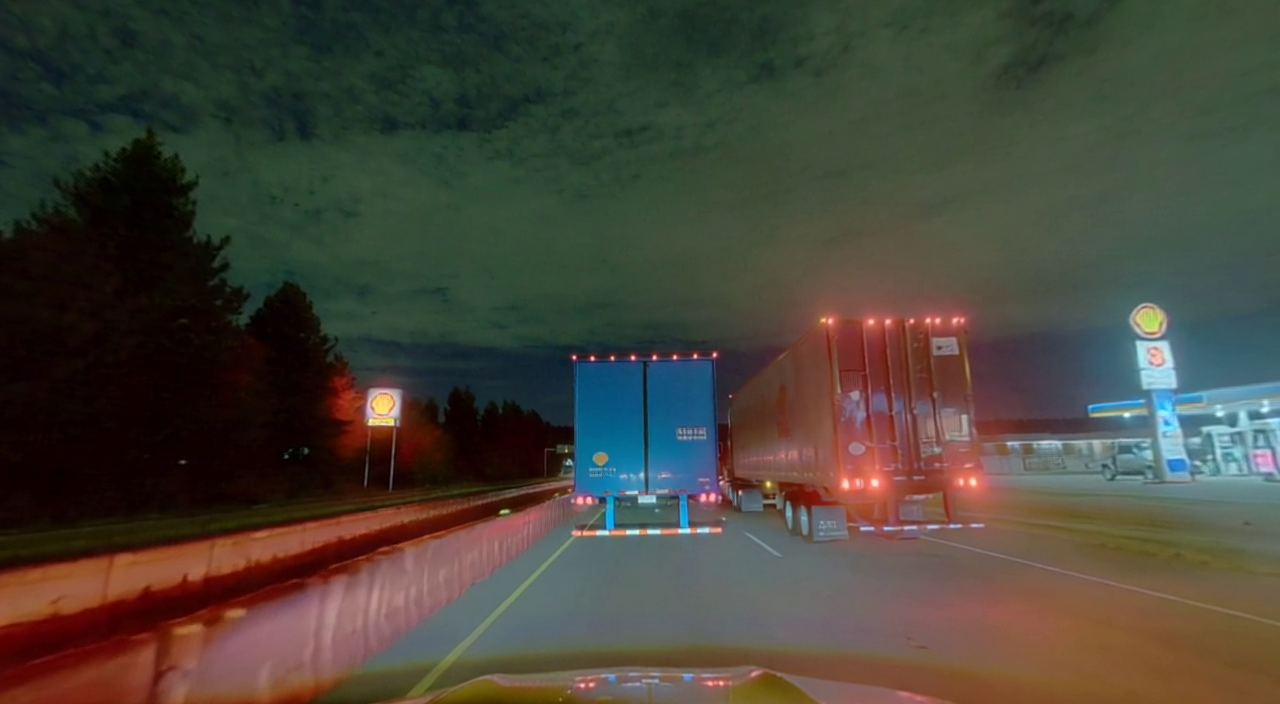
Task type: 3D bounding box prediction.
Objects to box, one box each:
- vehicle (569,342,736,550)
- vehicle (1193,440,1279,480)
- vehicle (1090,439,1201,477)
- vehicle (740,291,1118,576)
[{"bbox_3d":[0.166,2.260,14.466,2.618,3.306,8.676,1,-10,-1],"label":"vehicle"},{"bbox_3d":[24.673,4.236,24.496,1.762,1.470,4.485,3,-11,-10],"label":"vehicle"},{"bbox_3d":[24.784,5.259,31.110,1.919,1.722,4.024,1,-10,-3],"label":"vehicle"},{"bbox_3d":[4.402,1.842,12.820,2.936,3.640,9.443,1,-10,-2],"label":"vehicle"}]
